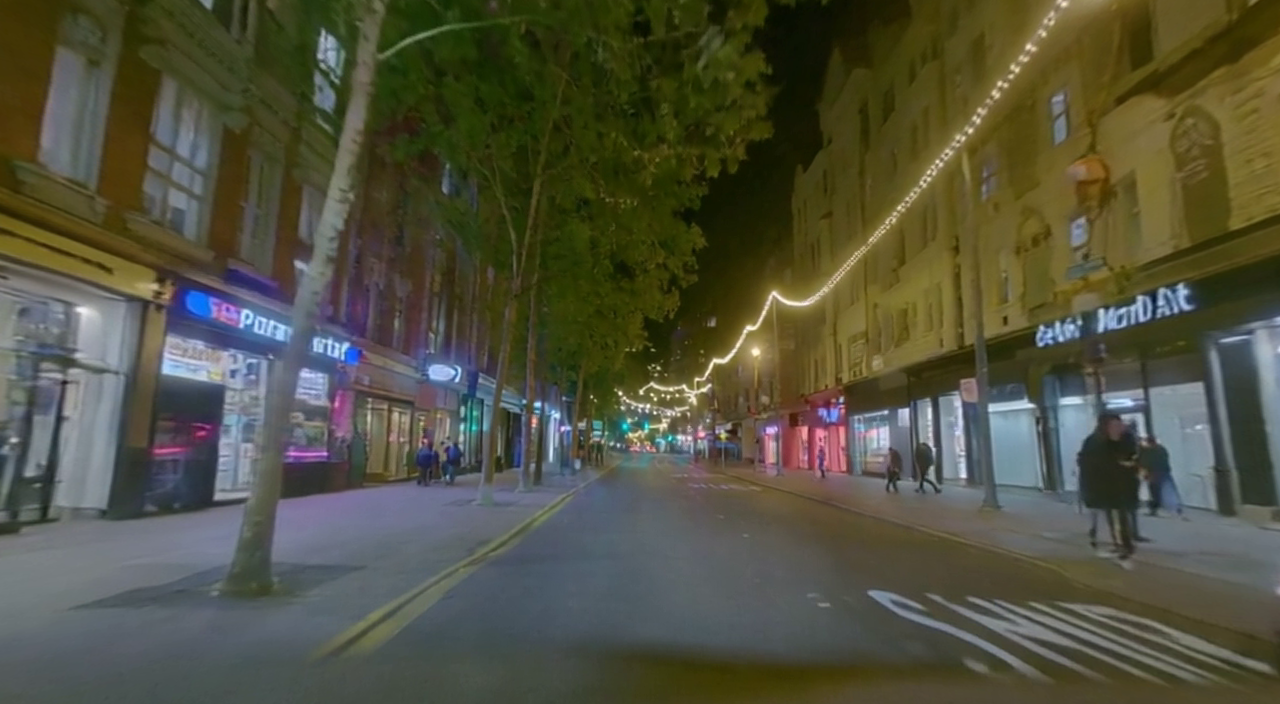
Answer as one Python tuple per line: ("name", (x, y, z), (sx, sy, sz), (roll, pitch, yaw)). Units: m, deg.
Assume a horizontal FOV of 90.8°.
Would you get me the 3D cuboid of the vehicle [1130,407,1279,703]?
("vehicle", (3.492, 0.773, 0.967), (1.971, 1.559, 4.326), (0, -9, 0))
